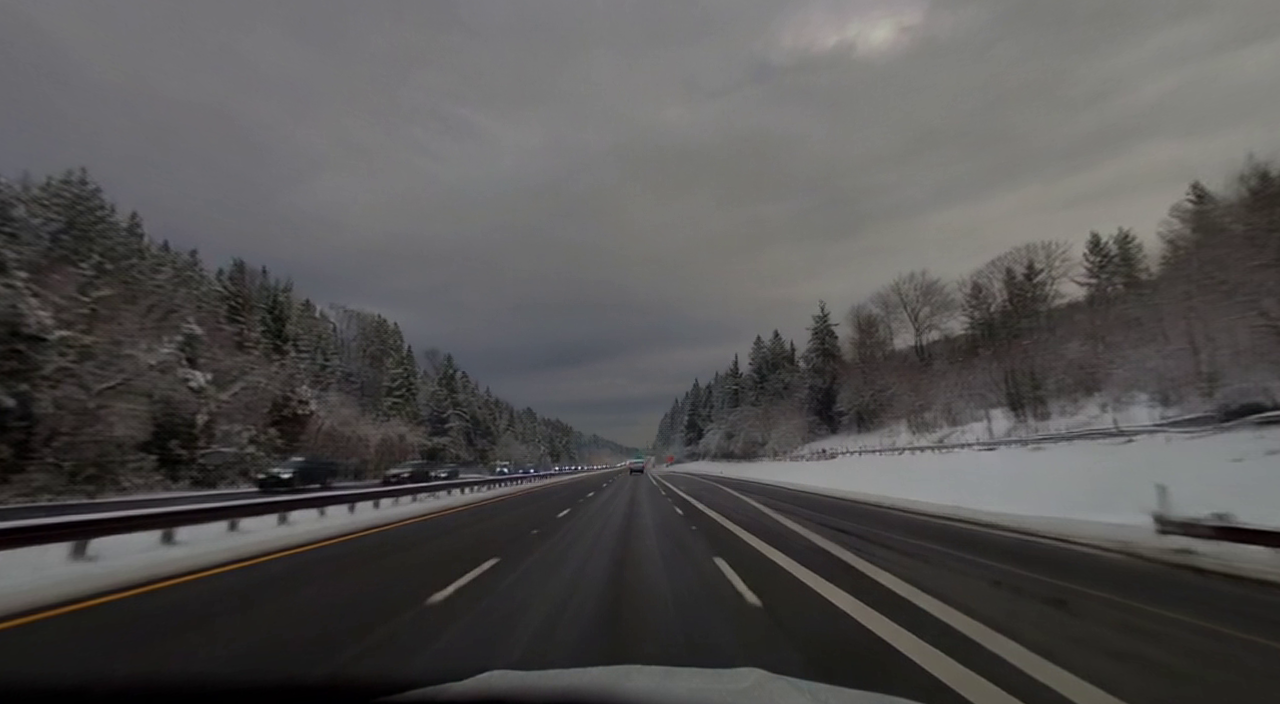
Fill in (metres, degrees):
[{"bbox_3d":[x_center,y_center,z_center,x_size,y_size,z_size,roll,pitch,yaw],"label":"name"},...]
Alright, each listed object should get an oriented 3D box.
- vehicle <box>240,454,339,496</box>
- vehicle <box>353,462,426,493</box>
[{"bbox_3d":[-17.086,6.025,31.043,2.110,1.857,4.727,1,-10,0],"label":"vehicle"},{"bbox_3d":[-12.705,6.389,32.259,1.897,1.455,4.330,1,-10,0],"label":"vehicle"}]
